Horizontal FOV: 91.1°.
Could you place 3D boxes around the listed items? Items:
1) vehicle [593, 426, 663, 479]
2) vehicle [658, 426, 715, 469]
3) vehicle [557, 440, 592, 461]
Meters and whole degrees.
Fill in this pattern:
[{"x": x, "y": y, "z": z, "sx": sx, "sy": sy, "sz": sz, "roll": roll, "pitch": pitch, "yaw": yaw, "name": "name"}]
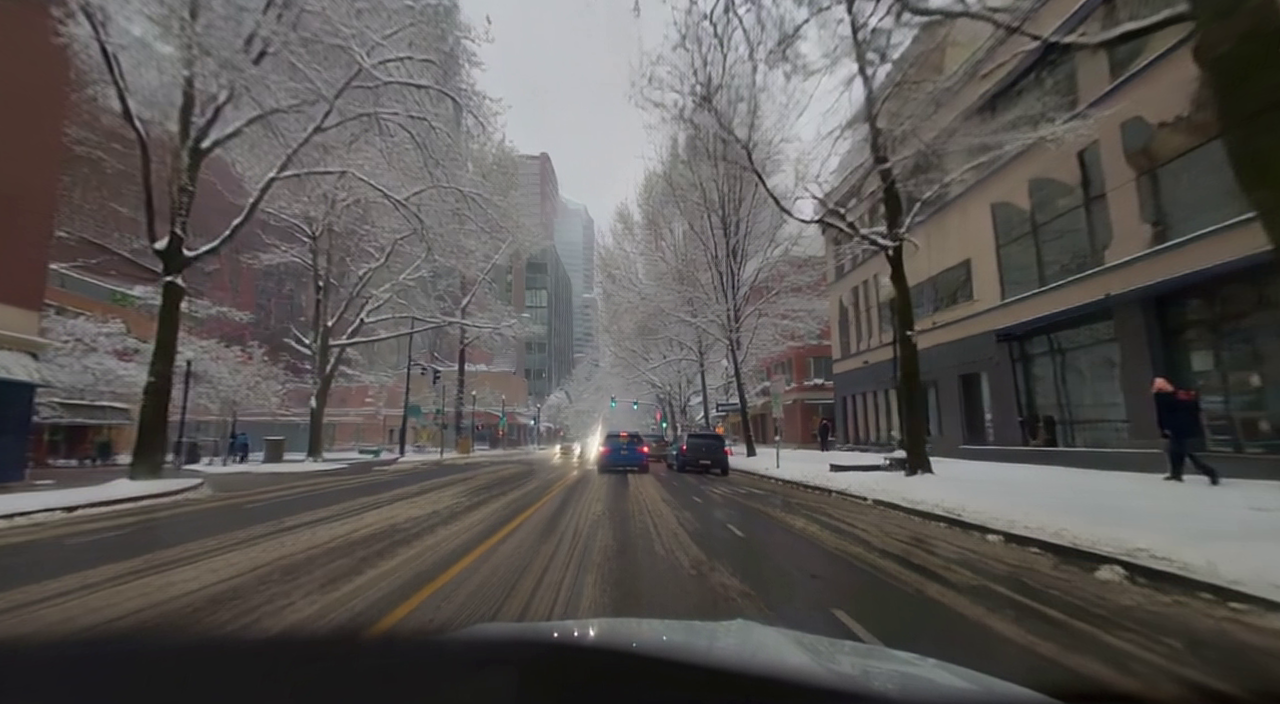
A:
[{"x": -0.460, "y": 3.578, "z": 22.772, "sx": 2.274, "sy": 1.736, "sz": 4.083, "roll": 0, "pitch": -8, "yaw": -2, "name": "vehicle"}, {"x": 2.204, "y": 4.712, "z": 31.282, "sx": 2.147, "sy": 1.968, "sz": 4.478, "roll": 1, "pitch": -8, "yaw": -5, "name": "vehicle"}, {"x": -4.632, "y": 6.975, "z": 44.816, "sx": 2.096, "sy": 1.415, "sz": 4.515, "roll": 0, "pitch": -8, "yaw": -1, "name": "vehicle"}]
